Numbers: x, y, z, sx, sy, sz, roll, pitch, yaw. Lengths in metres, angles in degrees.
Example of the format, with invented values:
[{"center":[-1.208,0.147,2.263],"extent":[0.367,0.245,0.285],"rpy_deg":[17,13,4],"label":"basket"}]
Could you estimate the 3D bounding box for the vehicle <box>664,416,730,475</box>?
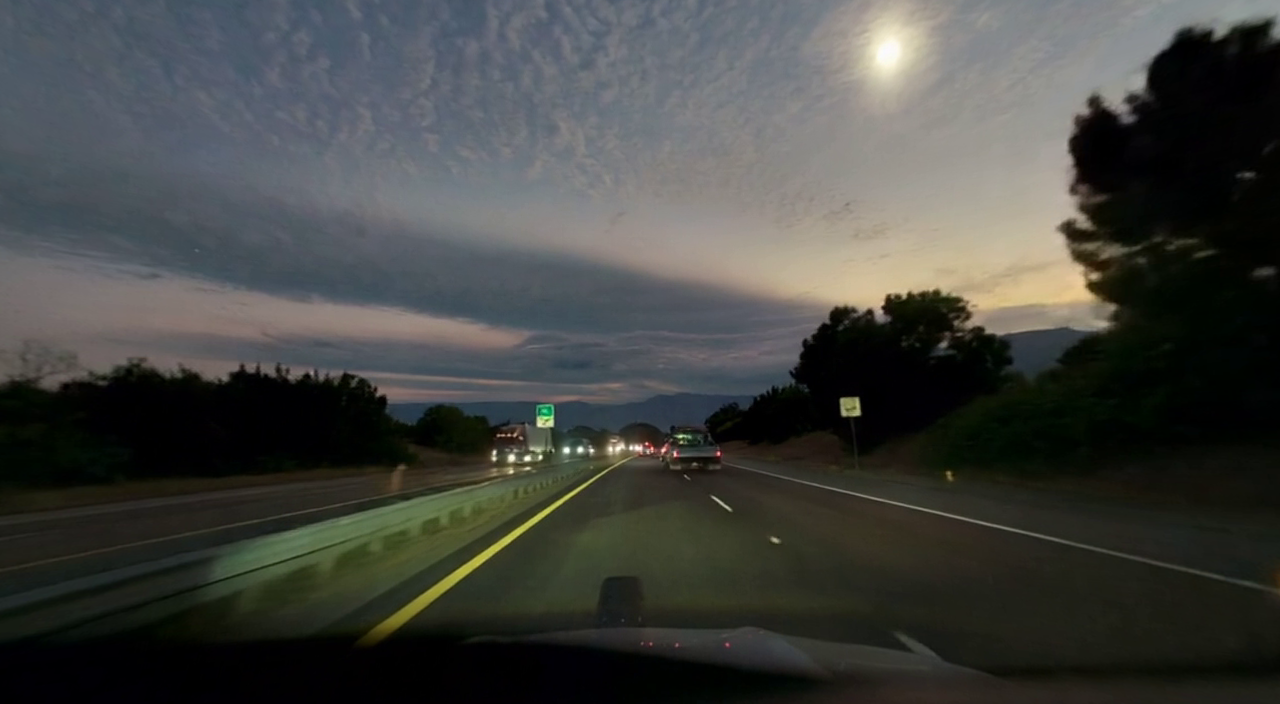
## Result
[{"center":[2.578,4.441,29.957],"extent":[2.423,2.517,5.055],"rpy_deg":[0,-9,-3],"label":"vehicle"}]
